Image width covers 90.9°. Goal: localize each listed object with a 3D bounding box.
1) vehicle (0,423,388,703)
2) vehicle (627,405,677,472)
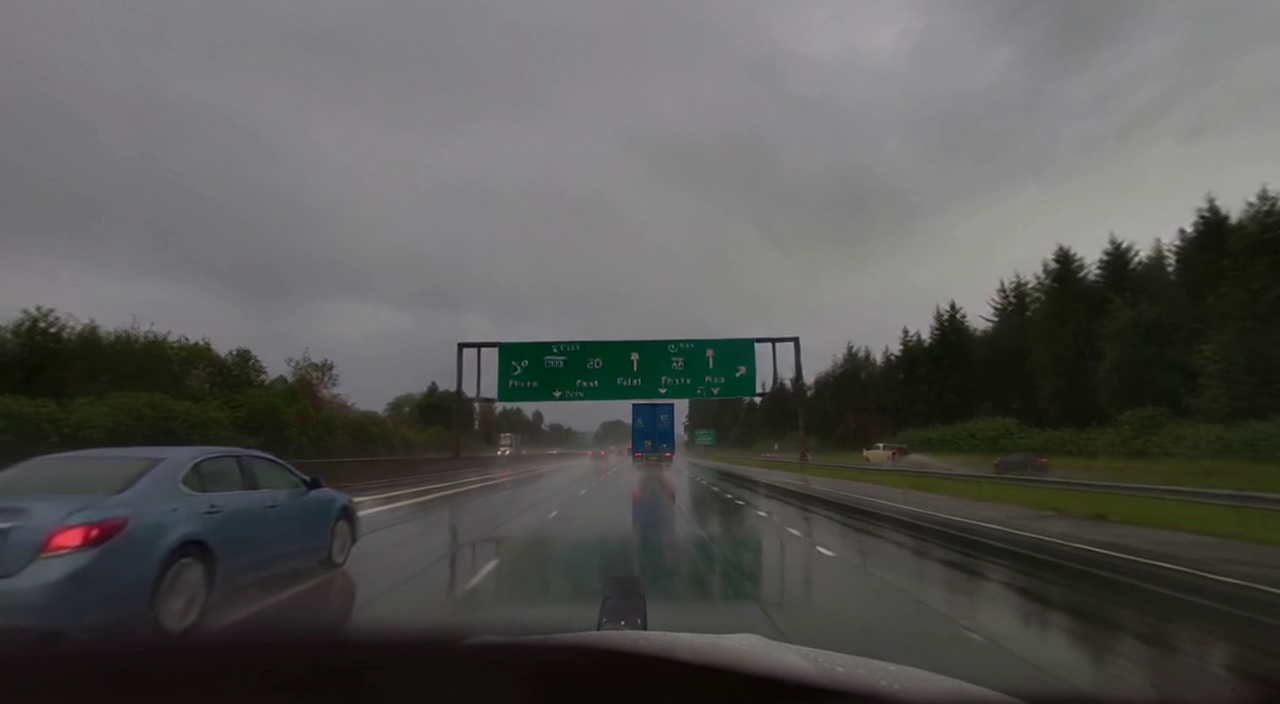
[{"bbox_3d":[-3.985,1.404,5.188,1.931,1.466,4.458,0,-9,1],"label":"vehicle"},{"bbox_3d":[0.768,6.065,43.650,3.022,4.072,10.318,0,-9,0],"label":"vehicle"}]
